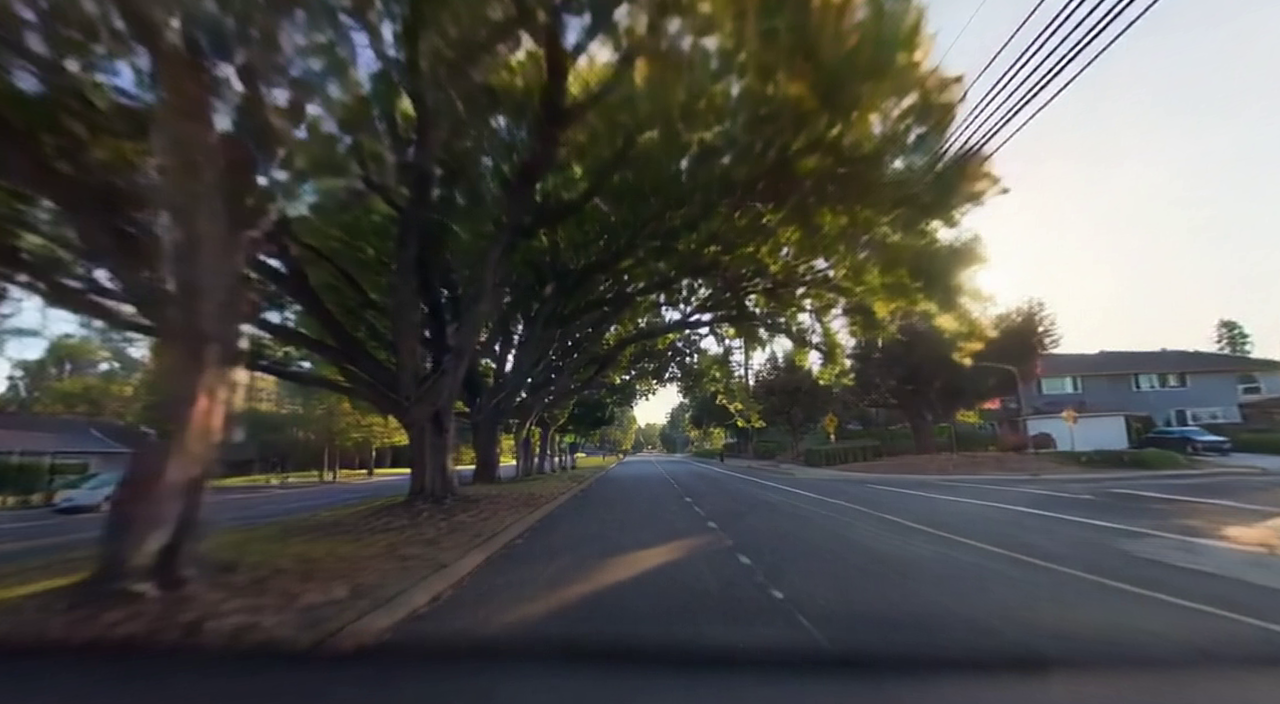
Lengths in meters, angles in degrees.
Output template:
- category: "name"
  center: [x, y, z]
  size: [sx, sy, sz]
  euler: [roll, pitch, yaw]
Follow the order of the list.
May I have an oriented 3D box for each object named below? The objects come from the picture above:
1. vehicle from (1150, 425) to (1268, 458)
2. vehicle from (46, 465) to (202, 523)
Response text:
- category: "vehicle"
  center: [30.305, 4.780, 33.747]
  size: [4.300, 1.684, 1.904]
  euler: [-1, -8, 3]
- category: "vehicle"
  center: [-18.958, 5.194, 23.555]
  size: [1.955, 1.584, 4.664]
  euler: [-6, -9, 0]
